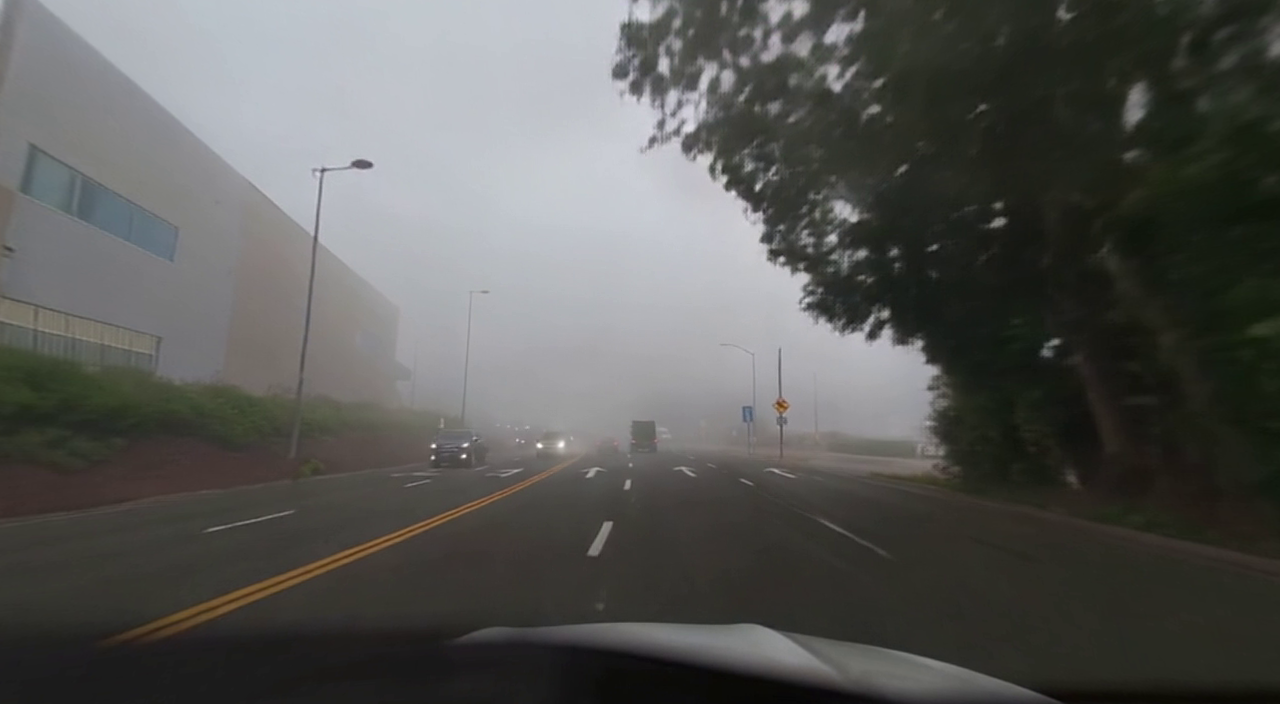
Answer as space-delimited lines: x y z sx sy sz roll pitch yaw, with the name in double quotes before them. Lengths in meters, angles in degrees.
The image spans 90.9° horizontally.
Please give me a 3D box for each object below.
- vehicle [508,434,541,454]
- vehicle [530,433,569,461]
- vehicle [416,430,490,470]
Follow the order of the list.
"vehicle" -8.889 7.135 48.868 1.922 1.489 3.939 0 -8 -2
"vehicle" -5.129 5.400 36.002 1.727 1.519 3.805 0 -8 -1
"vehicle" -7.828 4.121 26.748 1.957 1.588 3.965 0 -8 -1
